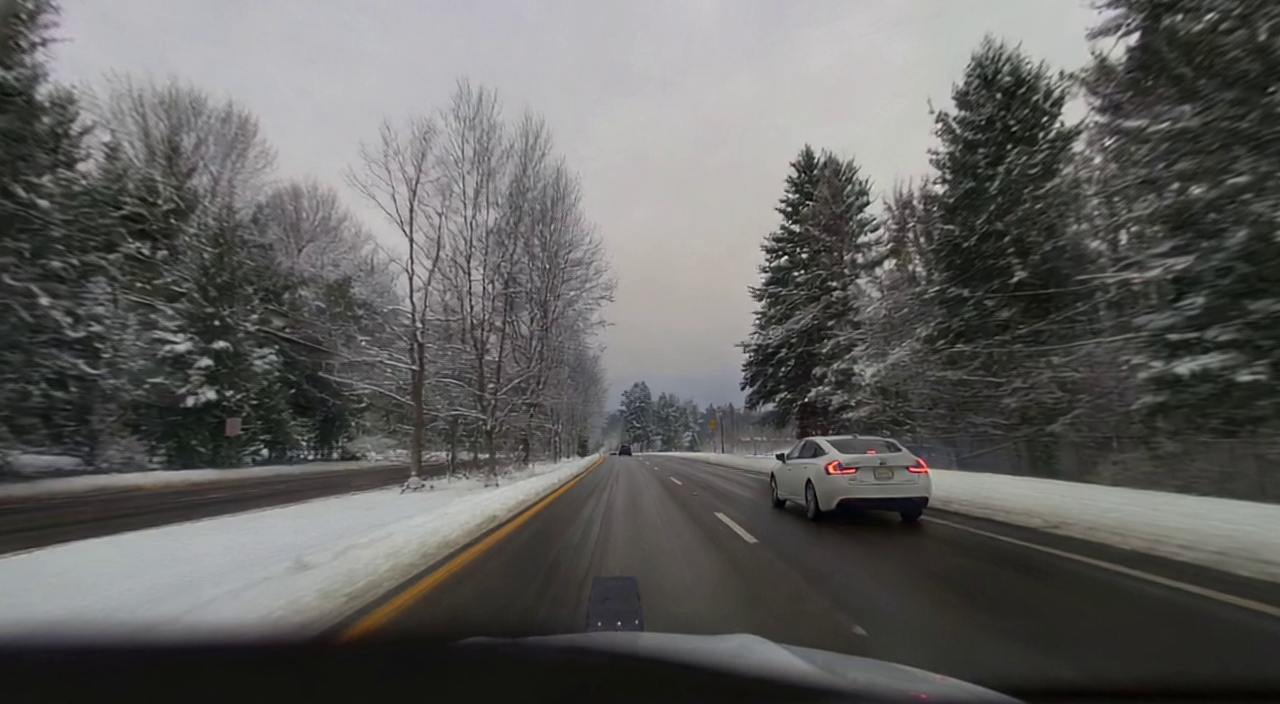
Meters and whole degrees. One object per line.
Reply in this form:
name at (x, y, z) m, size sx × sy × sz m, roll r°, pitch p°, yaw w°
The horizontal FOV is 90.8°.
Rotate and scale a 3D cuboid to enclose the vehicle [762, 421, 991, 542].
vehicle at (3.596, 2.069, 10.762) m, size 2.060 × 1.584 × 4.592 m, roll 0°, pitch -9°, yaw -1°
